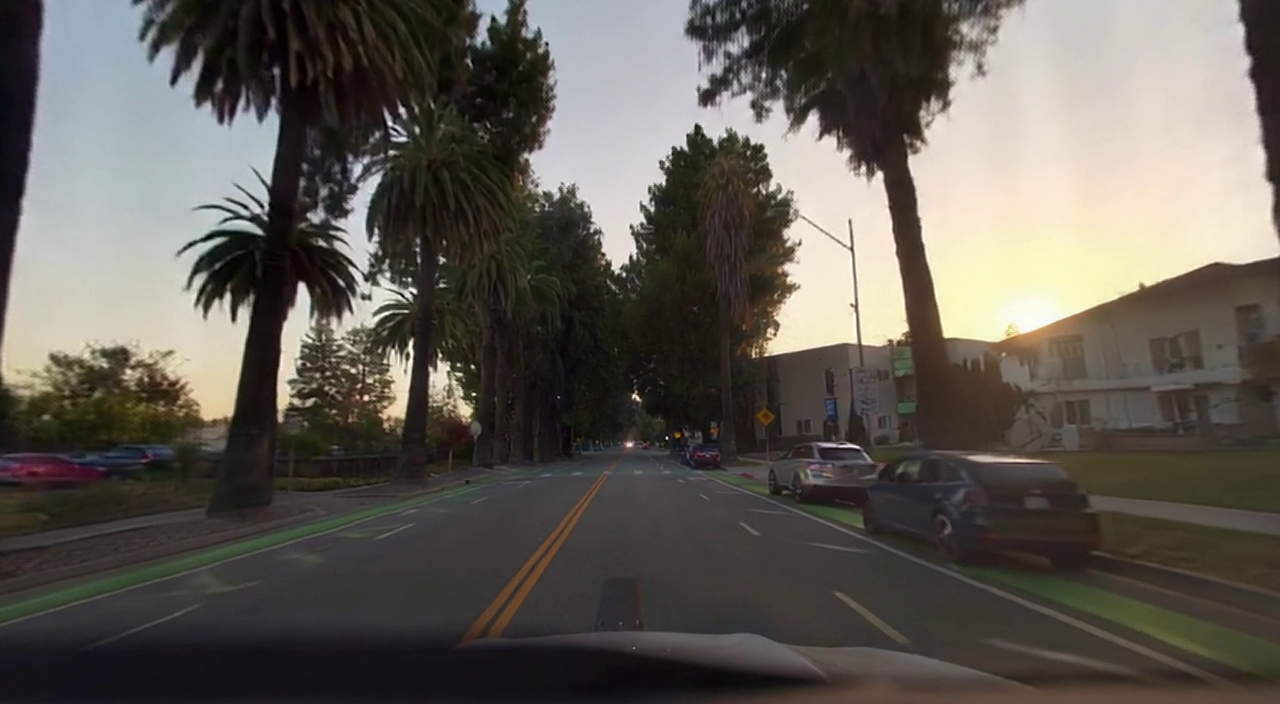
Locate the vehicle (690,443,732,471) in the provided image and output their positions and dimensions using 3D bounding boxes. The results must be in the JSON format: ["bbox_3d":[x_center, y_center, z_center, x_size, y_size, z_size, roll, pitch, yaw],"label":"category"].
[{"bbox_3d":[4.366,6.548,39.561,1.997,1.640,4.494,0,-9,-1],"label":"vehicle"}]

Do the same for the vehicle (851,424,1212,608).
[{"bbox_3d":[4.492,1.913,8.298,2.000,1.732,4.298,-1,-9,1],"label":"vehicle"}]

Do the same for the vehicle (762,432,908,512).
[{"bbox_3d":[4.748,3.002,16.315,2.144,1.720,4.794,0,-9,-1],"label":"vehicle"}]
